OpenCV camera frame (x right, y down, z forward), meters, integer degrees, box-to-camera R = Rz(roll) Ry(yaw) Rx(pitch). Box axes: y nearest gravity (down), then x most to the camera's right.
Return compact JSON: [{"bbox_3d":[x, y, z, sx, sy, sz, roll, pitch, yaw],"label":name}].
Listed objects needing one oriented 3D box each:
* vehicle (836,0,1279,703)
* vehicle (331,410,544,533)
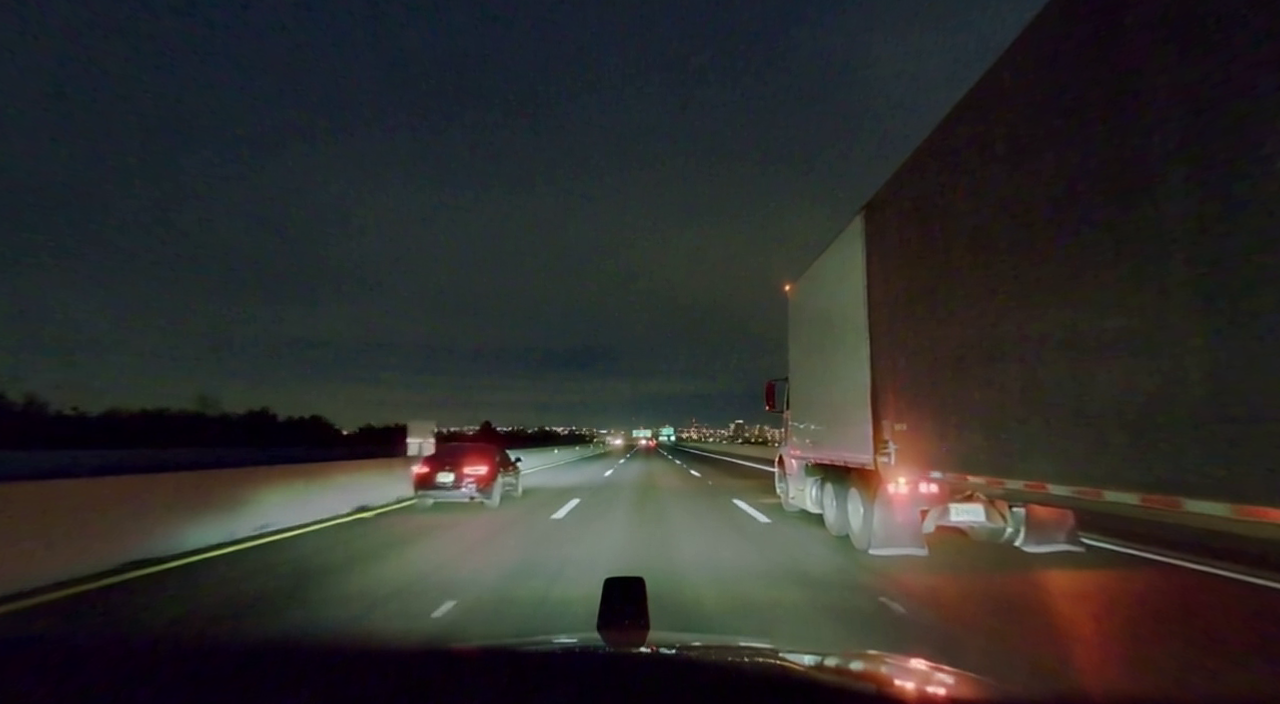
[{"bbox_3d":[3.938,-0.529,0.983,2.989,4.067,13.991,0,-8,1],"label":"vehicle"},{"bbox_3d":[-3.199,2.005,11.188,2.189,1.707,4.692,0,-8,0],"label":"vehicle"}]
